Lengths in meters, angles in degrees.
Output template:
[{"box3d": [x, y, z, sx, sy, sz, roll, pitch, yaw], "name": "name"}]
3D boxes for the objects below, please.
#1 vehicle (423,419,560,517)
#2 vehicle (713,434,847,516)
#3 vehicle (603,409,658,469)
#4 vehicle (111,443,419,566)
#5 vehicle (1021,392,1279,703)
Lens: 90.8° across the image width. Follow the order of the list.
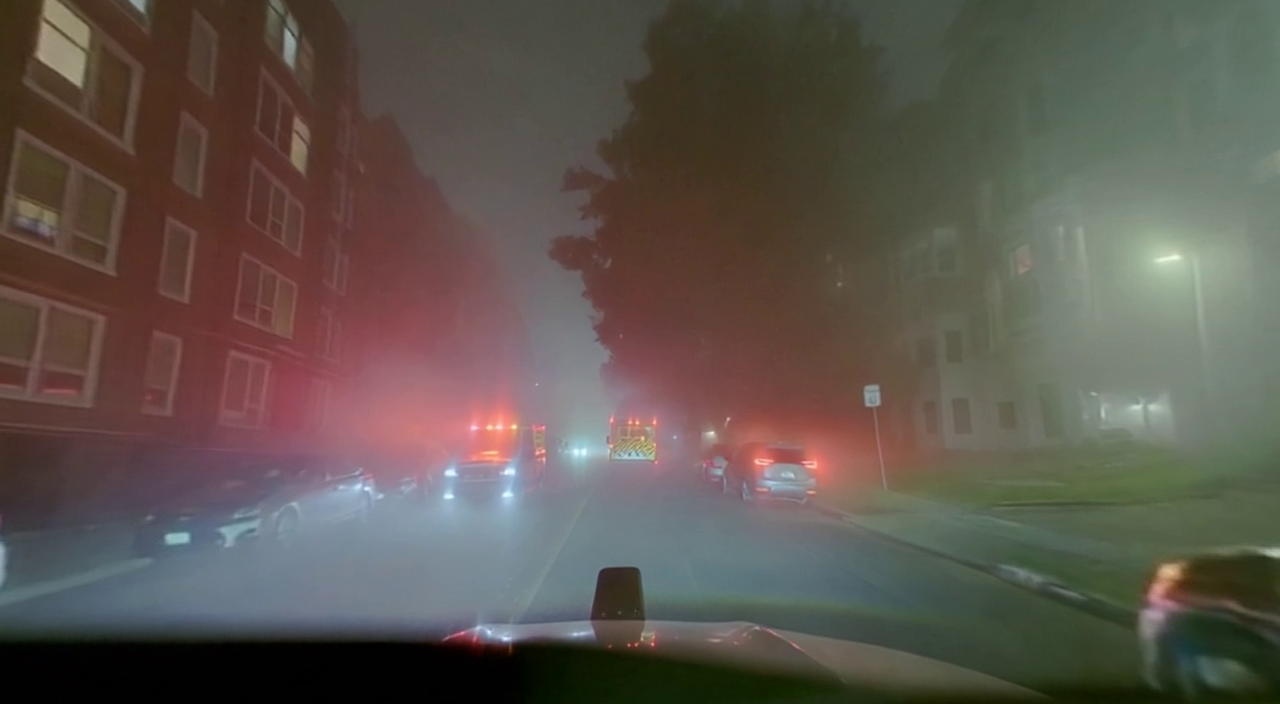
[{"box3d": [-3.068, 2.486, 14.045, 2.029, 1.802, 4.229, 0, -8, 0], "name": "vehicle"}, {"box3d": [3.172, 2.862, 15.299, 2.035, 1.549, 4.373, 4, -8, -3], "name": "vehicle"}, {"box3d": [-0.624, 4.971, 35.841, 2.754, 3.008, 7.730, 0, -8, -2], "name": "vehicle"}, {"box3d": [-5.379, 2.191, 10.043, 2.047, 1.471, 4.647, 0, -8, 0], "name": "vehicle"}, {"box3d": [3.290, 0.812, 1.173, 2.155, 1.553, 4.738, 3, -9, -1], "name": "vehicle"}]
